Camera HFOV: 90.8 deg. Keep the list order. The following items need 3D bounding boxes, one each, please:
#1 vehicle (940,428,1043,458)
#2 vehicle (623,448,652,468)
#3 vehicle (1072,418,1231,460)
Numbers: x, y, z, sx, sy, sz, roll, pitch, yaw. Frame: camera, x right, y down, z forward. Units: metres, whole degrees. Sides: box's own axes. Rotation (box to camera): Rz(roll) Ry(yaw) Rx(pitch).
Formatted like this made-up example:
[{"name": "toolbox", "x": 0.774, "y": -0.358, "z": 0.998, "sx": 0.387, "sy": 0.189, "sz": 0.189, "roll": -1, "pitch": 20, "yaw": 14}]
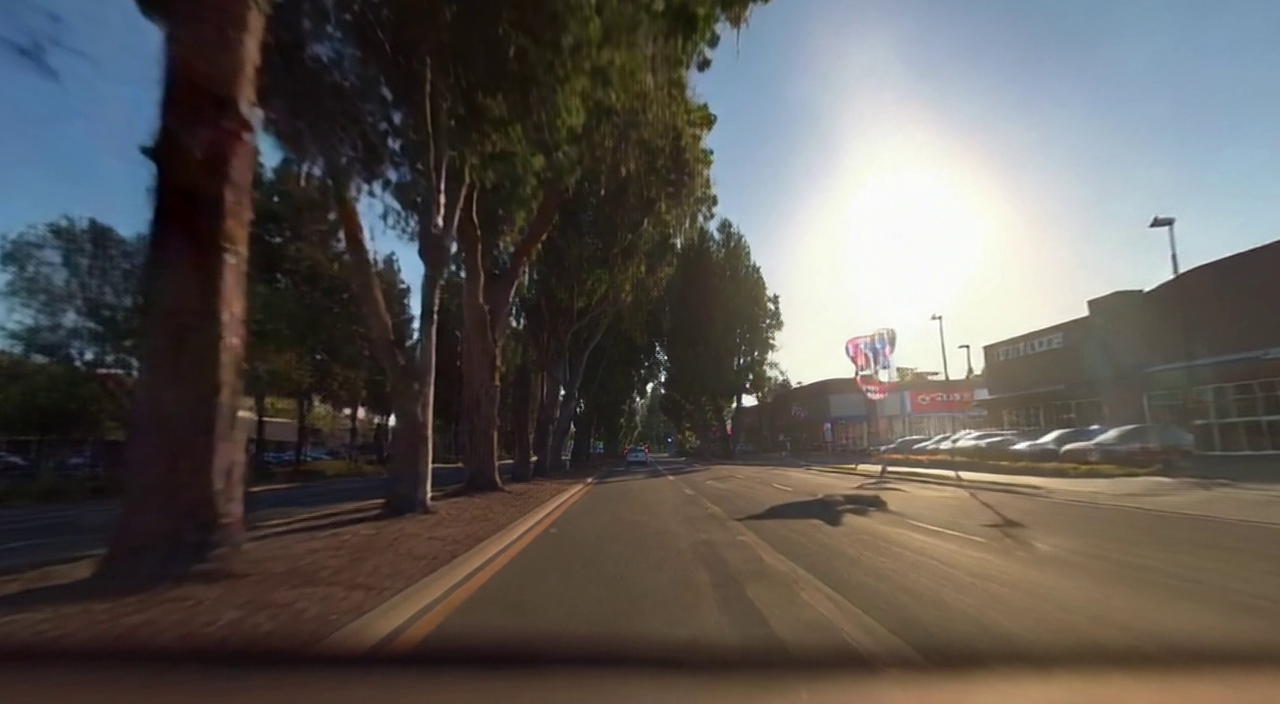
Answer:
[{"name": "vehicle", "x": 20.181, "y": 5.262, "z": 36.462, "sx": 4.586, "sy": 1.668, "sz": 2.113, "roll": -1, "pitch": -9, "yaw": 6}, {"name": "vehicle", "x": -0.231, "y": 8.323, "z": 49.898, "sx": 2.159, "sy": 1.461, "sz": 4.142, "roll": 0, "pitch": -9, "yaw": -2}, {"name": "vehicle", "x": 20.876, "y": 3.598, "z": 25.963, "sx": 4.682, "sy": 1.630, "sz": 1.972, "roll": -1, "pitch": -9, "yaw": 2}]
